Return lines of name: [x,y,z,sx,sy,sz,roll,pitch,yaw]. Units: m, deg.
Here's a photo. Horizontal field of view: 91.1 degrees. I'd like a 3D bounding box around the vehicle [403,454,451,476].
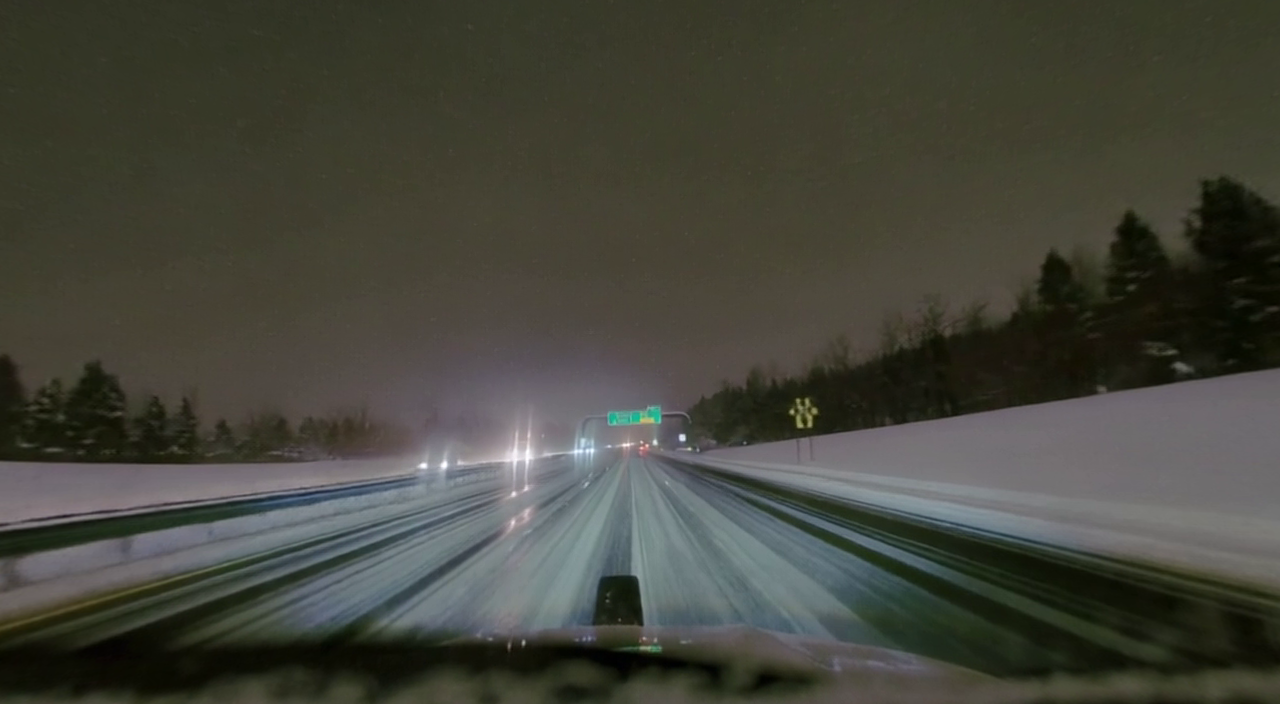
vehicle: [-16.027,8.529,47.657,1.952,1.496,4.769,0,-9,0]
